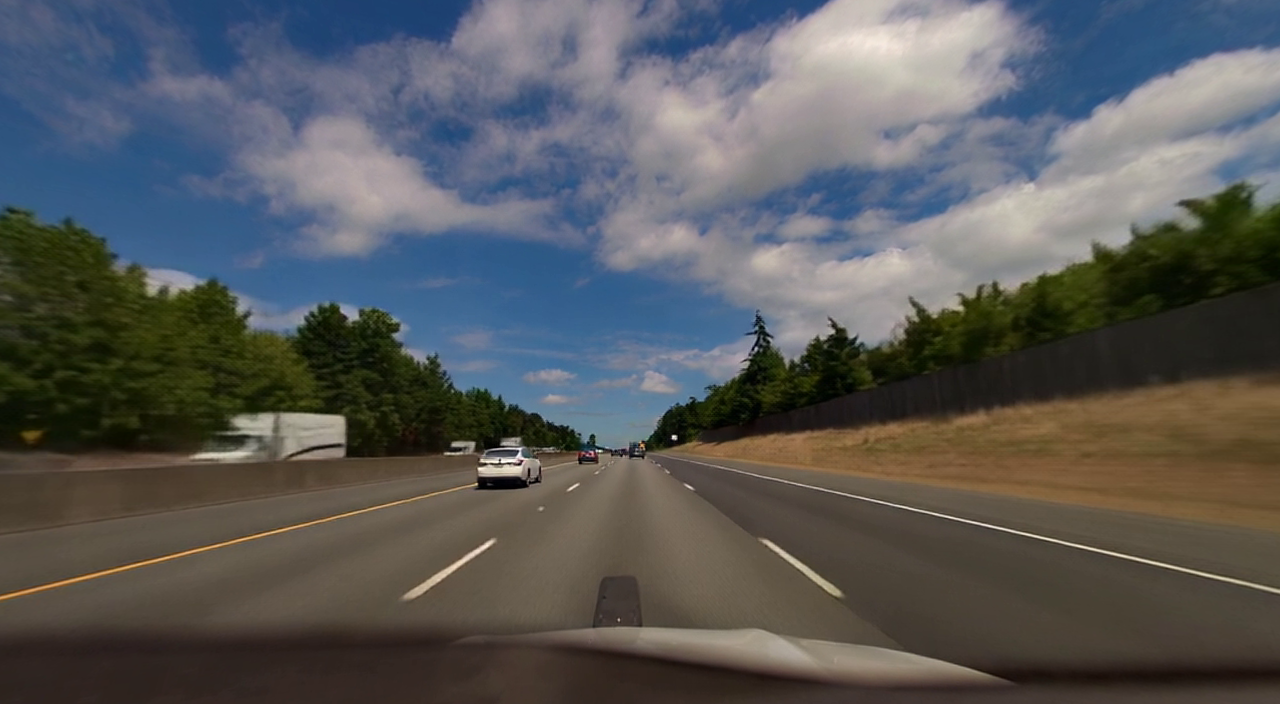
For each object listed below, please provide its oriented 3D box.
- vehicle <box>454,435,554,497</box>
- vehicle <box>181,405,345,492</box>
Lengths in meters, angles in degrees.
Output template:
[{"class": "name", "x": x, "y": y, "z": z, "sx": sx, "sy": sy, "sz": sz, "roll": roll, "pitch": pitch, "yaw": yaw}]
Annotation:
[{"class": "vehicle", "x": -4.071, "y": 3.498, "z": 19.575, "sx": 2.151, "sy": 1.693, "sz": 4.201, "roll": -1, "pitch": -9, "yaw": 0}, {"class": "vehicle", "x": -16.970, "y": 4.457, "z": 29.042, "sx": 2.911, "sy": 3.421, "sz": 7.463, "roll": 0, "pitch": -9, "yaw": 0}]
